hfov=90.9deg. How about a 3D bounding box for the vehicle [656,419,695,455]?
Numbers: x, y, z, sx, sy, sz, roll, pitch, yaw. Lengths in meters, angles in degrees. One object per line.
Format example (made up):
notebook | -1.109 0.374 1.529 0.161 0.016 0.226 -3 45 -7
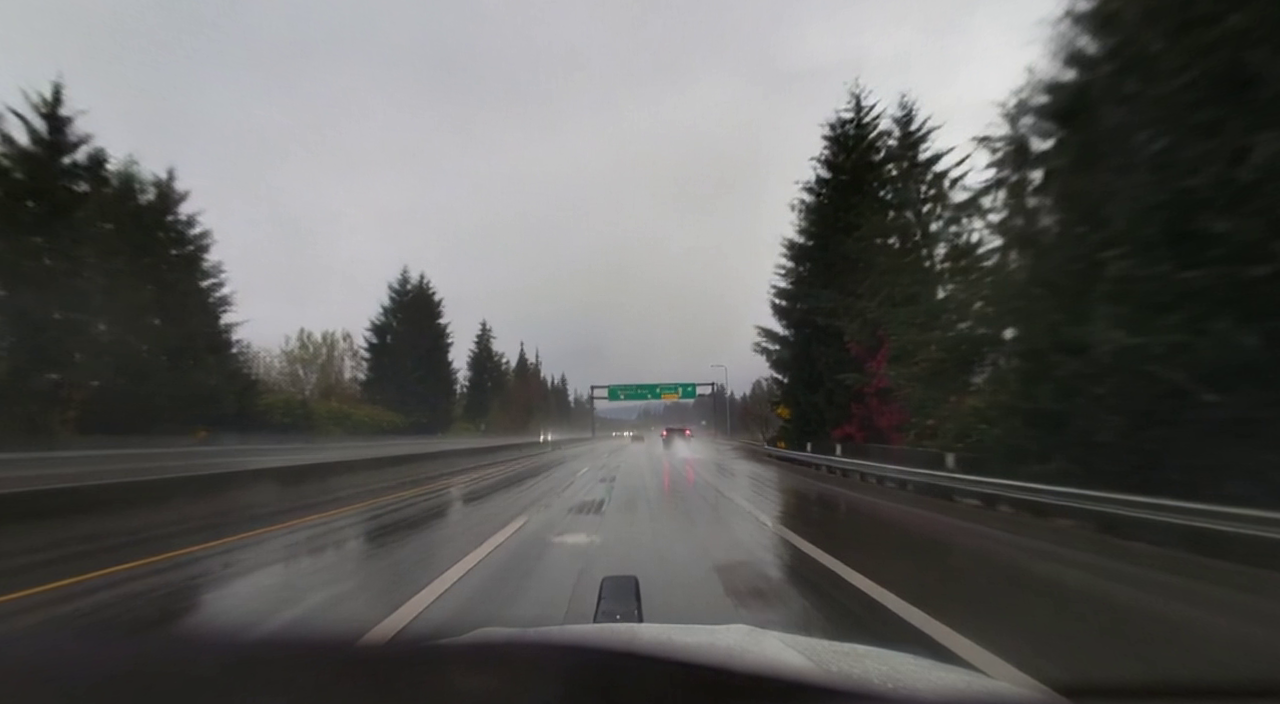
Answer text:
vehicle | 2.361 5.839 43.408 2.450 2.314 4.753 0 -8 1
